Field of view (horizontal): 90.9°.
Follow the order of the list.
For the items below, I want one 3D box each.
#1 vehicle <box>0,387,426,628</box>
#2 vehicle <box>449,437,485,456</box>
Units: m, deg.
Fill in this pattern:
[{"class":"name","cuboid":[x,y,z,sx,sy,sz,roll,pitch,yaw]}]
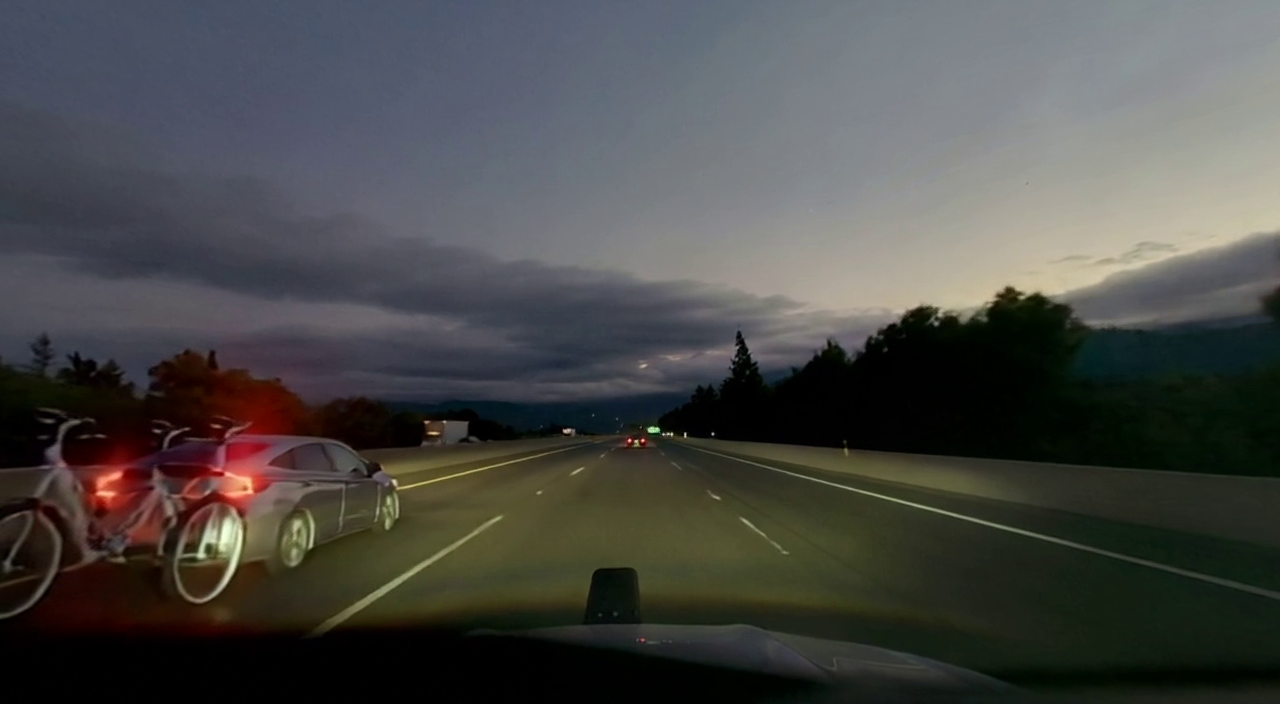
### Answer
[{"class":"vehicle","cuboid":[-4.026,1.356,6.580,2.064,1.647,4.381,0,-8,0]},{"class":"vehicle","cuboid":[-13.042,7.118,47.658,1.705,1.387,3.617,0,-8,0]}]
